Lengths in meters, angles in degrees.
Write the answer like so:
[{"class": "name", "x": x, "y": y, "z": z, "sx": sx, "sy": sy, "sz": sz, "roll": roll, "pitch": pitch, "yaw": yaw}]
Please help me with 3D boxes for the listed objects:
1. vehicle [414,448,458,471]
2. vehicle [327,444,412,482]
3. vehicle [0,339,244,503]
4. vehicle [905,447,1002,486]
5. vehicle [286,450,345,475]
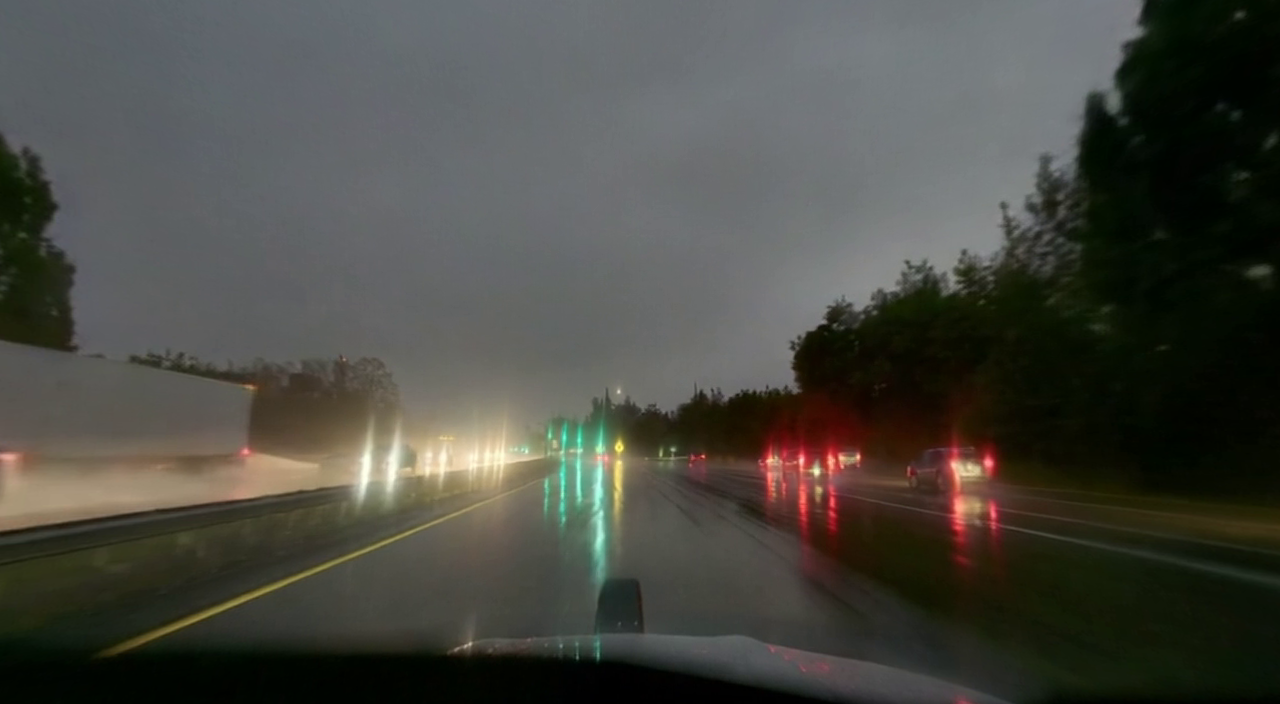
[{"class": "vehicle", "x": -14.379, "y": 7.619, "z": 44.421, "sx": 1.842, "sy": 1.507, "sz": 4.406, "roll": 0, "pitch": -9, "yaw": -4}, {"class": "vehicle", "x": -11.876, "y": 4.912, "z": 27.851, "sx": 1.881, "sy": 1.515, "sz": 4.661, "roll": 0, "pitch": -9, "yaw": -3}, {"class": "vehicle", "x": -18.363, "y": 2.400, "z": 20.026, "sx": 2.968, "sy": 4.245, "sz": 13.857, "roll": 0, "pitch": -9, "yaw": -3}, {"class": "vehicle", "x": 15.471, "y": 5.660, "z": 31.262, "sx": 2.020, "sy": 1.738, "sz": 4.549, "roll": 1, "pitch": -9, "yaw": -8}, {"class": "vehicle", "x": -20.003, "y": 6.821, "z": 38.778, "sx": 1.793, "sy": 1.461, "sz": 3.704, "roll": 0, "pitch": -9, "yaw": -3}]
